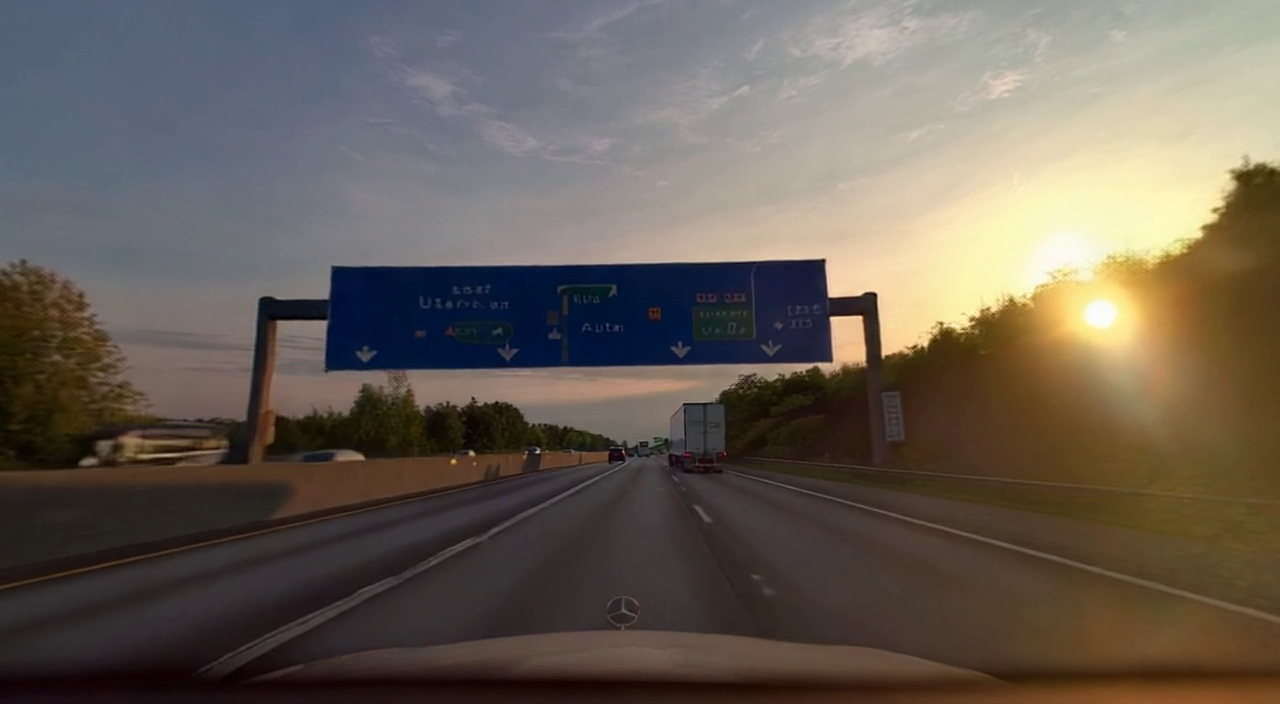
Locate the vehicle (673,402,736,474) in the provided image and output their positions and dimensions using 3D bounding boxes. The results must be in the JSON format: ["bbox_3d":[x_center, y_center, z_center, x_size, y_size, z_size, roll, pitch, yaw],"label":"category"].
[{"bbox_3d":[3.954,5.979,42.583,2.901,4.032,14.338,0,-9,1],"label":"vehicle"}]

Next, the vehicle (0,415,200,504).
[{"bbox_3d":[-20.264,4.001,23.756,2.609,2.874,6.399,0,-9,1],"label":"vehicle"}]

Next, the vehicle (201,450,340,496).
[{"bbox_3d":[-13.220,4.352,23.016,2.001,1.480,4.758,0,-9,2],"label":"vehicle"}]
